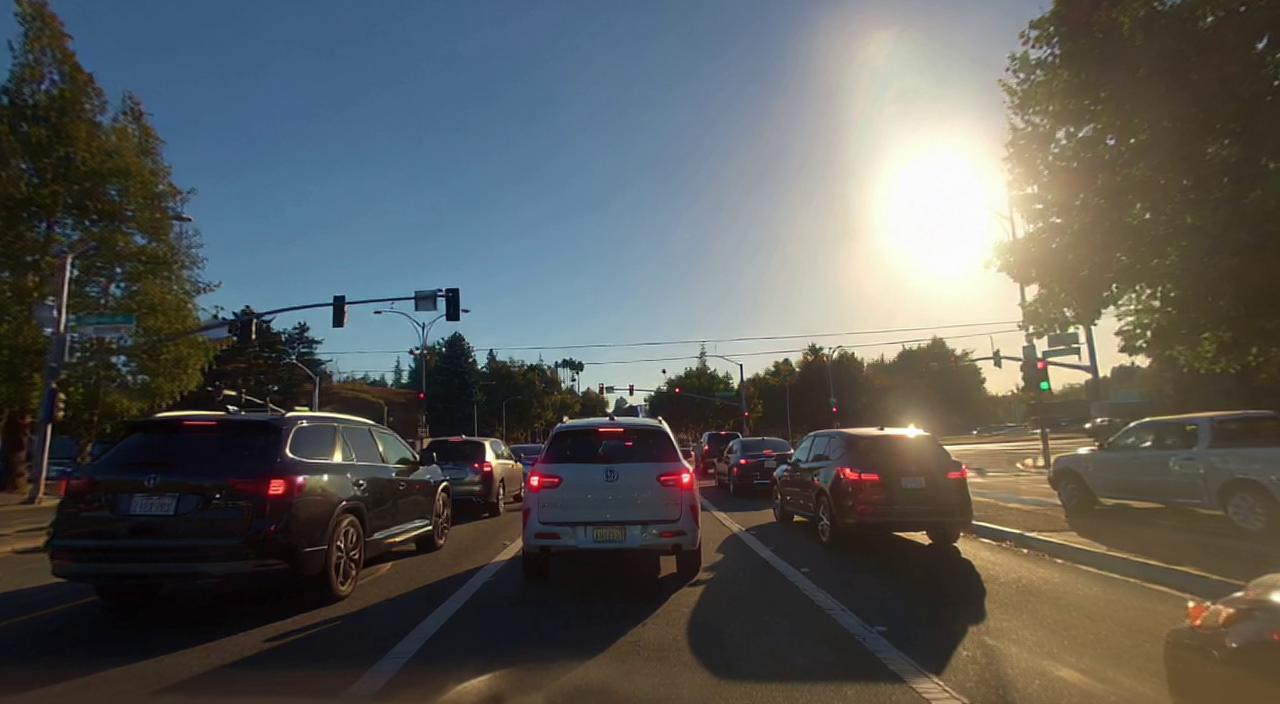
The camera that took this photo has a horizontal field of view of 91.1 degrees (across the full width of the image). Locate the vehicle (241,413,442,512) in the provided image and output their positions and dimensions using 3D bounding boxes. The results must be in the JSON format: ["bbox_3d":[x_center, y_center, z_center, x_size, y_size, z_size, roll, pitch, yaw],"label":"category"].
[{"bbox_3d":[-6.728,2.557,14.997,2.214,1.953,5.017,0,-8,1],"label":"vehicle"}]

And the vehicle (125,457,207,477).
[{"bbox_3d":[-37.331,9.054,49.478,4.914,1.487,1.850,0,-8,0],"label":"vehicle"}]

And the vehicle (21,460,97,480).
[{"bbox_3d":[-45.676,9.279,49.391,4.232,1.498,1.791,0,-8,1],"label":"vehicle"}]

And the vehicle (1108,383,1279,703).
[{"bbox_3d":[3.302,0.668,0.847,1.980,1.515,4.362,0,-8,0],"label":"vehicle"}]

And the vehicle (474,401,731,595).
[{"bbox_3d":[-0.313,1.589,7.638,2.256,1.694,4.055,0,-8,0],"label":"vehicle"}]

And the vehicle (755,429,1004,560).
[{"bbox_3d":[3.163,1.971,9.490,1.971,1.473,4.495,0,-8,0],"label":"vehicle"}]
